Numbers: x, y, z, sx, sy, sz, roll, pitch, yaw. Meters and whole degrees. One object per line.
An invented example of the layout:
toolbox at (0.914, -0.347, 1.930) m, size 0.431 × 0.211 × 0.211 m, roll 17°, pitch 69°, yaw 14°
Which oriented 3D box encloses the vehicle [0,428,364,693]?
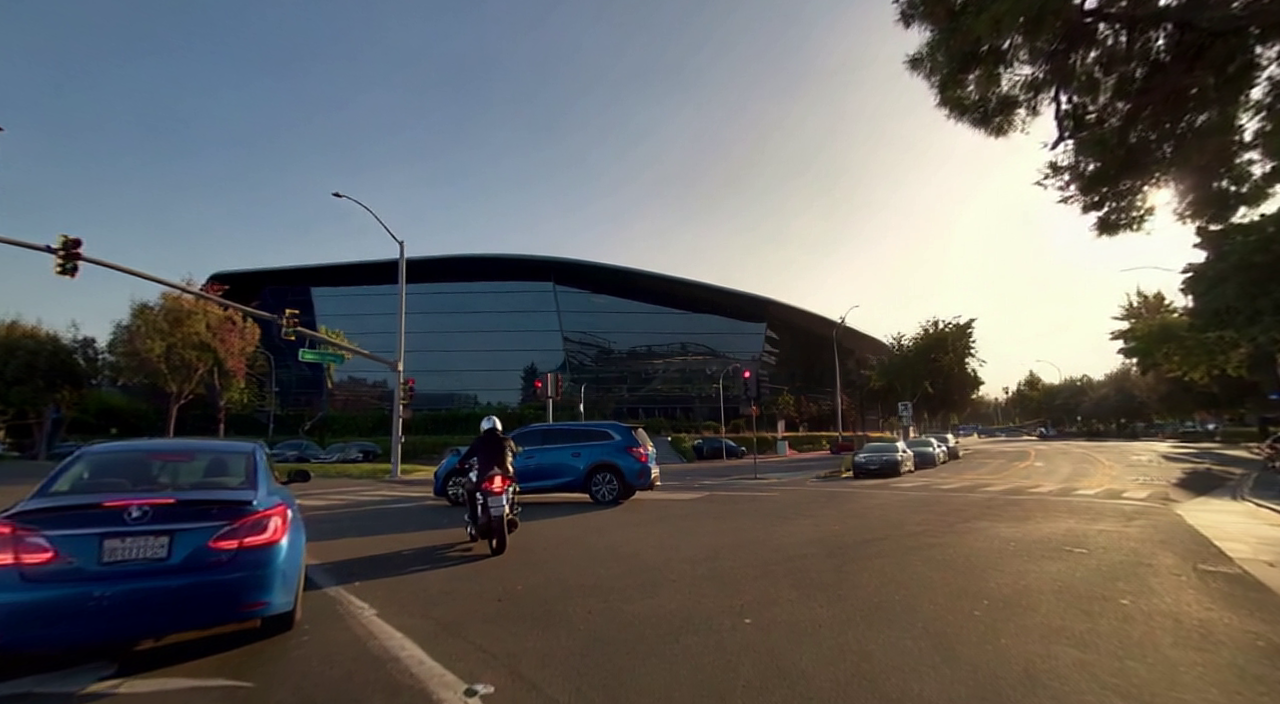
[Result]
vehicle at (-4.110, 1.484, 5.724) m, size 2.009 × 1.450 × 4.182 m, roll 6°, pitch -10°, yaw -35°

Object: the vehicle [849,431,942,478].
vehicle at (10.146, 3.993, 24.844) m, size 2.084 × 1.656 × 4.583 m, roll -7°, pitch -11°, yaw 38°

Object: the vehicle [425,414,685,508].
vehicle at (-2.068, 2.579, 15.333) m, size 5.833 × 1.960 × 2.341 m, roll 2°, pitch -9°, yaw -17°
